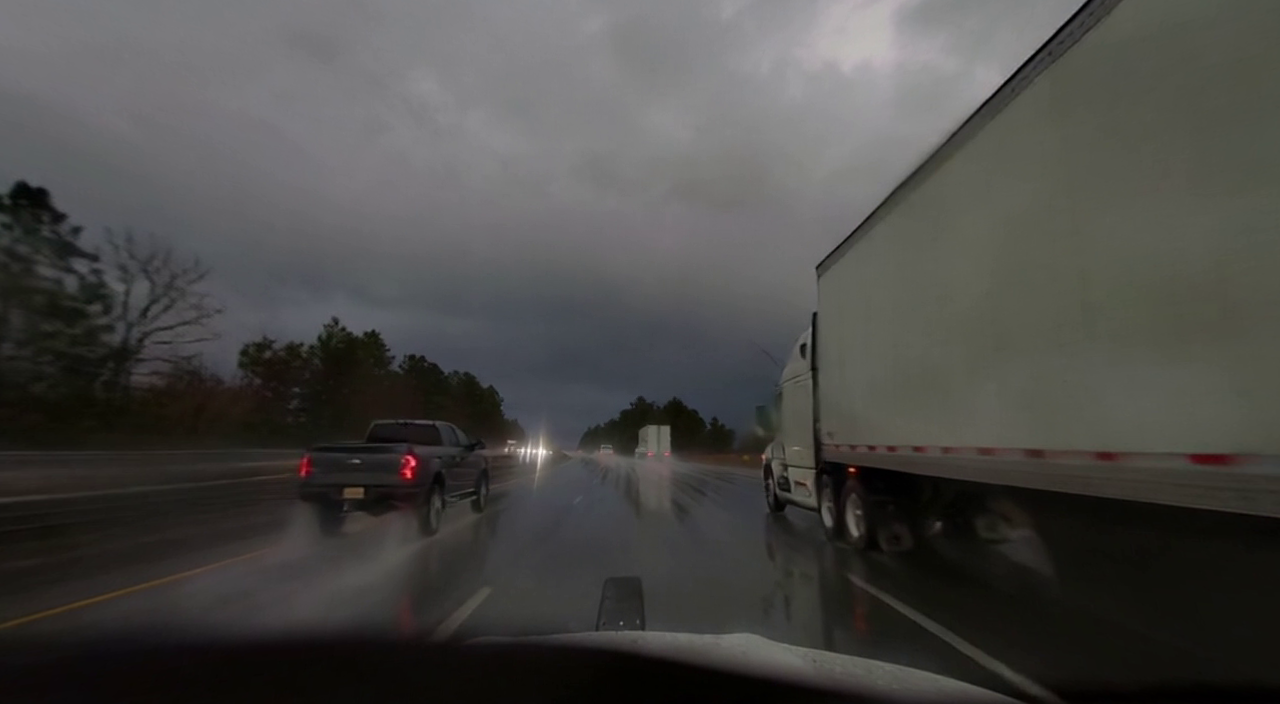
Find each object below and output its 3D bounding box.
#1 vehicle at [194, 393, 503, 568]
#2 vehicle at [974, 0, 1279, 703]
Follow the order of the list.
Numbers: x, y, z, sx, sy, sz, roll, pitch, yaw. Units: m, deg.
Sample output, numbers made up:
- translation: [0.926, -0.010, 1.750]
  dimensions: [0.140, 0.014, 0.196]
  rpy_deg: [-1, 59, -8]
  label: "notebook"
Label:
- translation: [-3.822, 1.827, 9.655]
  dimensions: [2.337, 1.942, 4.984]
  rpy_deg: [0, -9, 0]
  label: "vehicle"
- translation: [4.274, -0.487, 1.017]
  dimensions: [2.826, 4.035, 8.369]
  rpy_deg: [0, -9, 1]
  label: "vehicle"
